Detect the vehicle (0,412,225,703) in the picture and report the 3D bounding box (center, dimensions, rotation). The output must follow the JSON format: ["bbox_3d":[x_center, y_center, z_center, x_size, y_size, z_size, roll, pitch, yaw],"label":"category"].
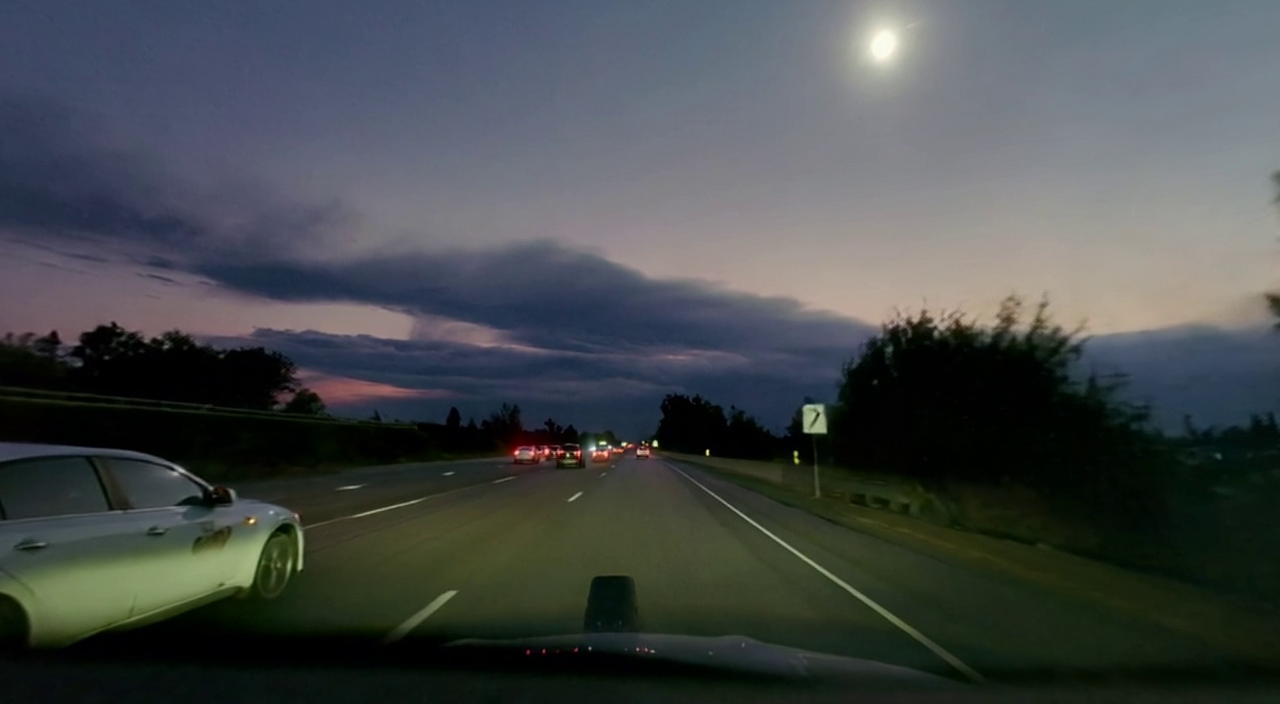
[{"bbox_3d":[-3.837,0.900,2.003,1.965,1.485,4.460,0,-9,0],"label":"vehicle"}]

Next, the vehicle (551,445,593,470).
[{"bbox_3d":[-4.094,6.439,38.604,2.120,1.458,4.031,0,-9,0],"label":"vehicle"}]
